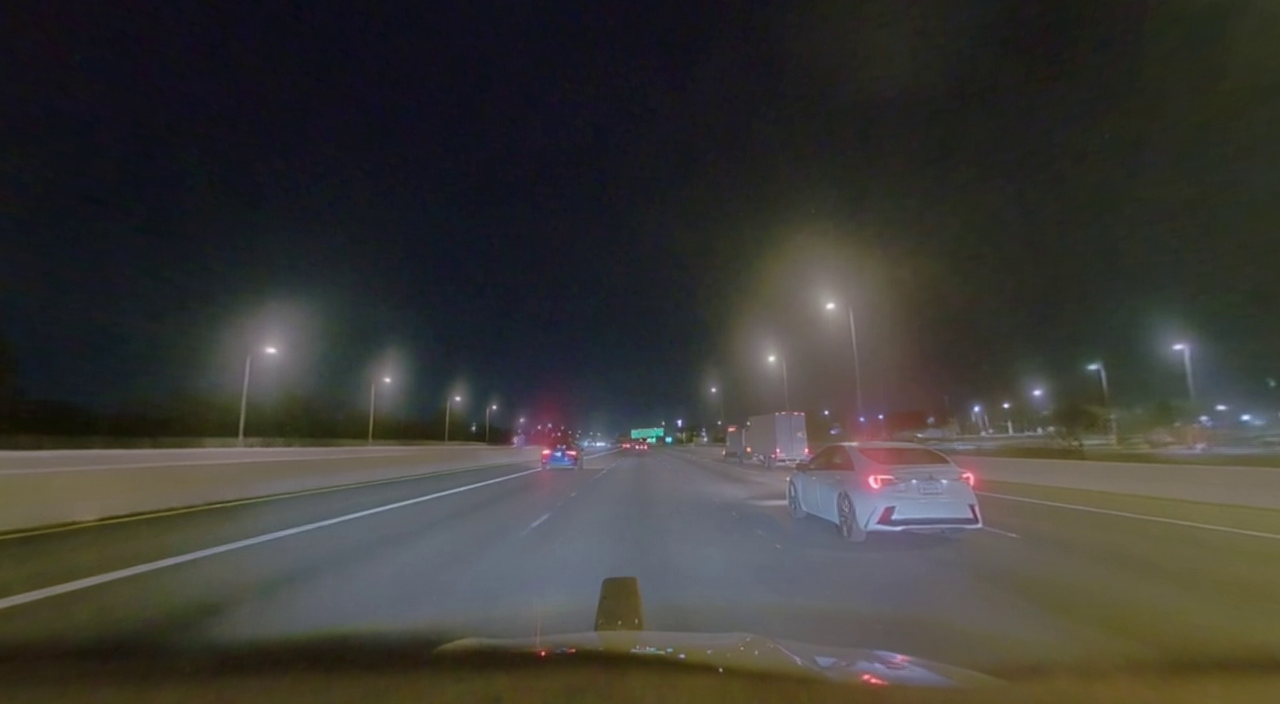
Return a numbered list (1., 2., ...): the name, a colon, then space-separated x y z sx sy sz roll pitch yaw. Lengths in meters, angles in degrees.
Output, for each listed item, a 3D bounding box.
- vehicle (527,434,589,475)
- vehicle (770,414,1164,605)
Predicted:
1. vehicle: -3.725 4.783 29.547 2.193 1.746 4.512 0 -9 1
2. vehicle: 3.211 1.667 7.728 2.107 1.550 4.949 0 -9 -1
